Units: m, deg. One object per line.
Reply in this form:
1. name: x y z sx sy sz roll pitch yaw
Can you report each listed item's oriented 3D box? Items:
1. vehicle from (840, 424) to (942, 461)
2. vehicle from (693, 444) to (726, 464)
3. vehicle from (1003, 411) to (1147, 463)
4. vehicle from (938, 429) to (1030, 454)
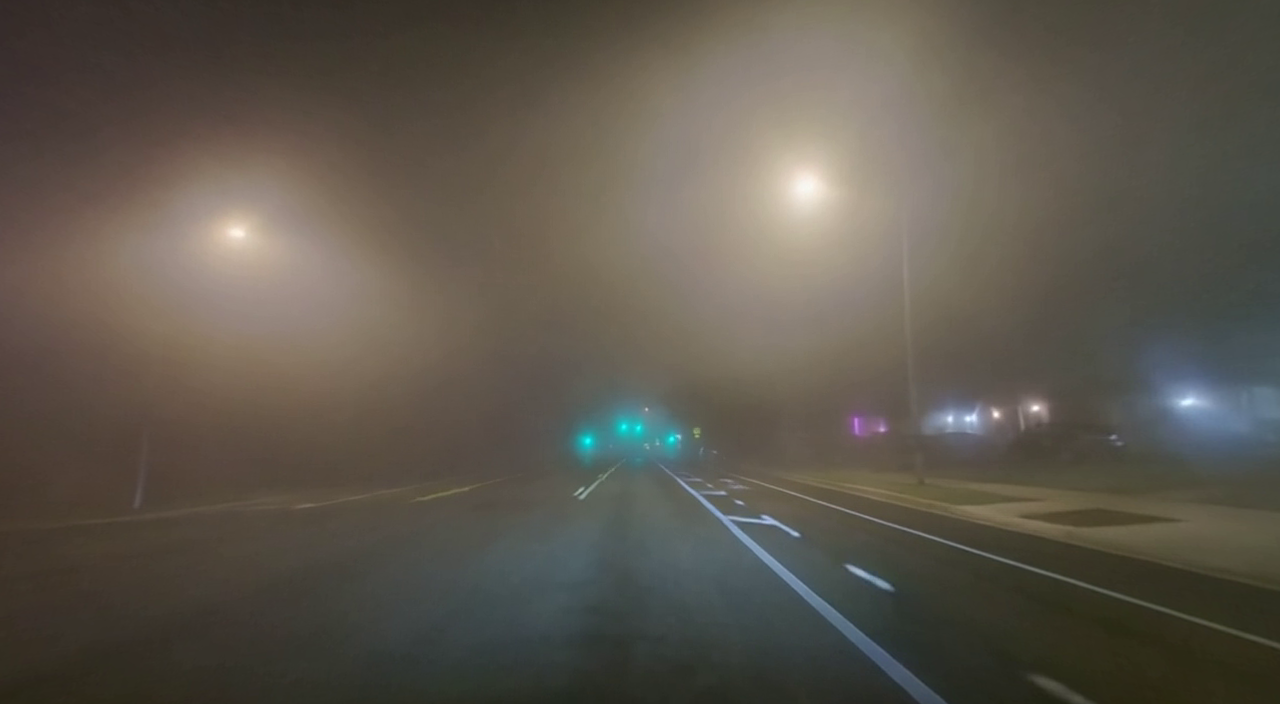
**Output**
1. vehicle: 15.132 5.484 38.321 5.136 1.795 2.244 -4 -9 -3
2. vehicle: 5.190 7.621 47.514 1.984 1.418 4.709 0 -8 0
3. vehicle: 15.091 3.050 22.305 1.908 1.610 4.582 0 -9 2
4. vehicle: 20.961 5.476 38.575 4.479 1.474 1.907 0 -8 -1
